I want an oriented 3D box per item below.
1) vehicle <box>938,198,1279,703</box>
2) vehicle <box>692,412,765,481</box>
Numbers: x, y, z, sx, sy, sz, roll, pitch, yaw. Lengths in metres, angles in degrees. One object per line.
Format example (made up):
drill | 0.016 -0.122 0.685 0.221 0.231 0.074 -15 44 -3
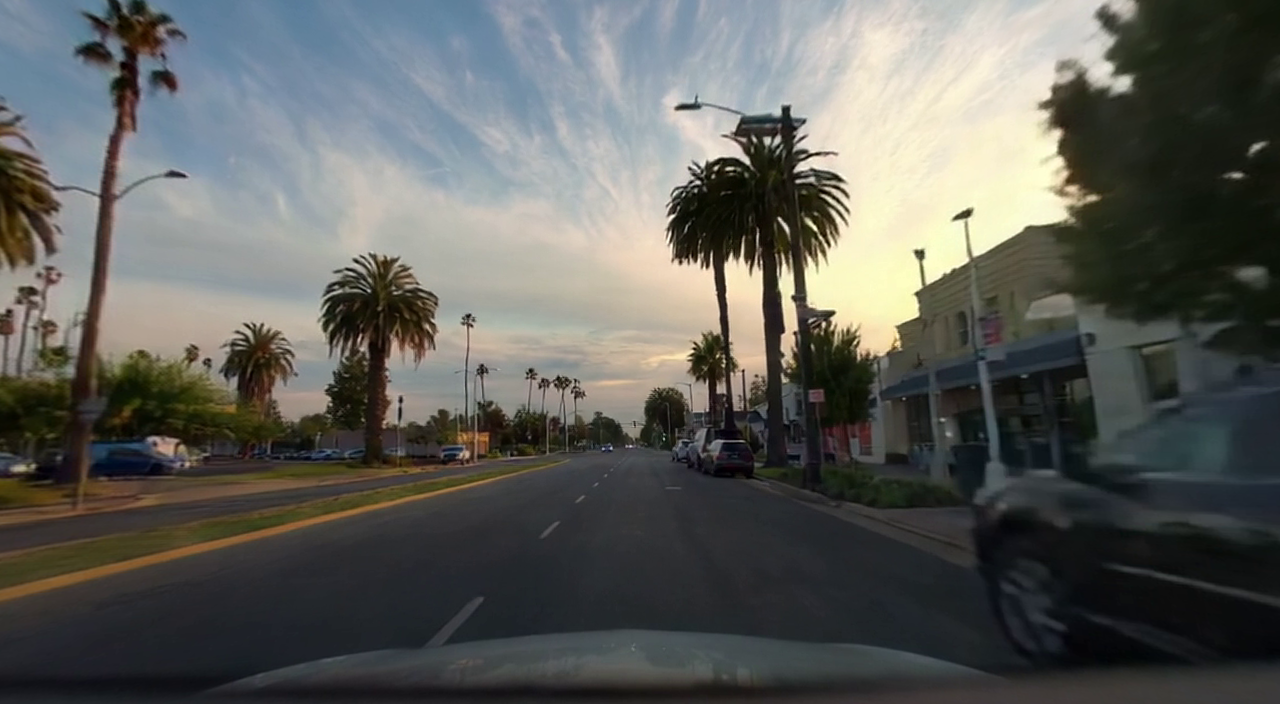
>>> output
vehicle | 3.448 0.461 1.413 2.557 2.128 6.242 1 -8 0
vehicle | 3.585 3.983 26.713 2.221 2.552 5.594 0 -8 -1
